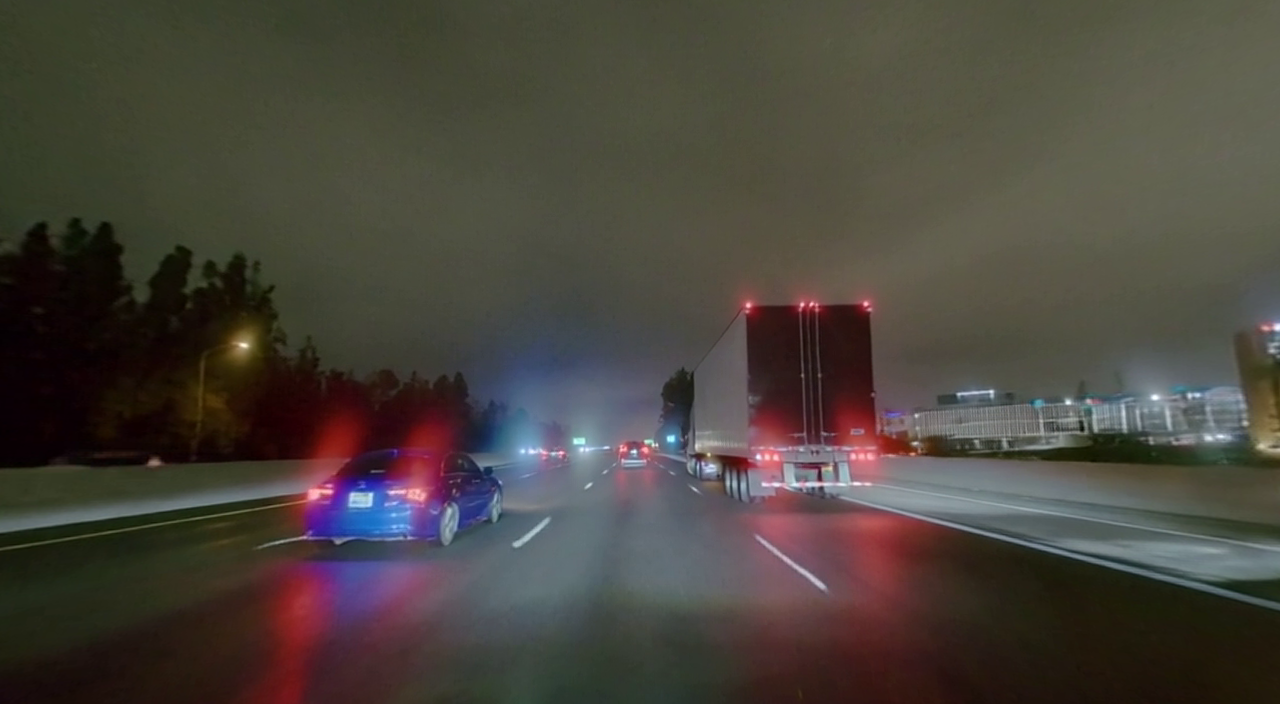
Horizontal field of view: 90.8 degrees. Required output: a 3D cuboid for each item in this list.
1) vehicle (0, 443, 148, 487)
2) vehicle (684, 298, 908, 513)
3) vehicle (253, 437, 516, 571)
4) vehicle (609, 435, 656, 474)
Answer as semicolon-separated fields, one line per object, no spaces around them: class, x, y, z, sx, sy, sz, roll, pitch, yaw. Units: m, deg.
vehicle;-23.277;4.637;26.160;1.964;1.612;4.834;0;-9;-1
vehicle;3.449;2.138;19.507;2.876;4.086;15.117;0;-9;-1
vehicle;-3.182;1.991;9.077;1.864;1.406;4.544;0;-9;0
vehicle;-0.369;5.104;31.543;2.203;1.805;4.358;0;-9;-1
